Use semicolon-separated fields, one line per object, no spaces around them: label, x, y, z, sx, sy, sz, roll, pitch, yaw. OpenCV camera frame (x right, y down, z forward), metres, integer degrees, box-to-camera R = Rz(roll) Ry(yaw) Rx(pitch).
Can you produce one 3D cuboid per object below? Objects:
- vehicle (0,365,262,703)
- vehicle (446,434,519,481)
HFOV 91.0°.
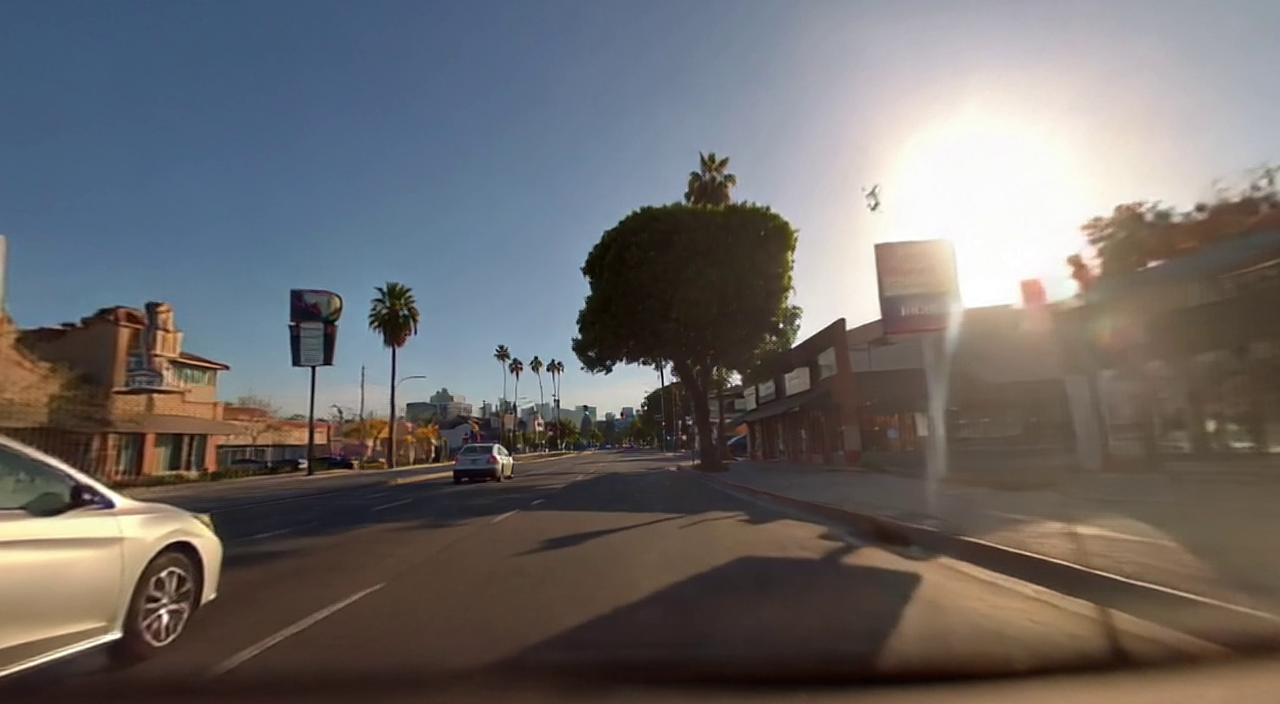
vehicle;-3.904;0.870;2.657;2.041;1.666;4.182;0;-9;-1
vehicle;-6.768;4.589;27.614;2.136;1.844;4.363;0;-9;-1
